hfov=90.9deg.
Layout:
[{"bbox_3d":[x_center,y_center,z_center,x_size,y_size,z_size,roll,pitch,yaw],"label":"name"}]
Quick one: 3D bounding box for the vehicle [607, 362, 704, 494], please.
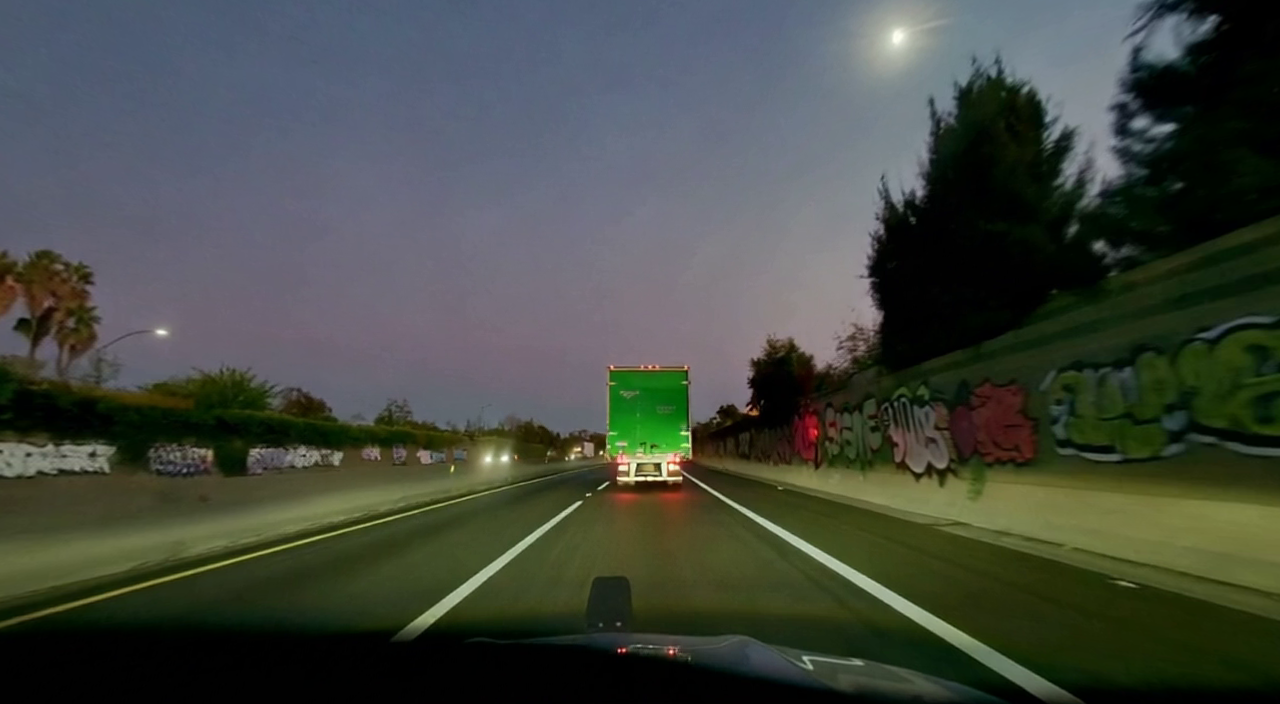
[{"bbox_3d":[0.320,3.055,24.125,2.900,3.955,10.151,0,-9,-1],"label":"vehicle"}]
